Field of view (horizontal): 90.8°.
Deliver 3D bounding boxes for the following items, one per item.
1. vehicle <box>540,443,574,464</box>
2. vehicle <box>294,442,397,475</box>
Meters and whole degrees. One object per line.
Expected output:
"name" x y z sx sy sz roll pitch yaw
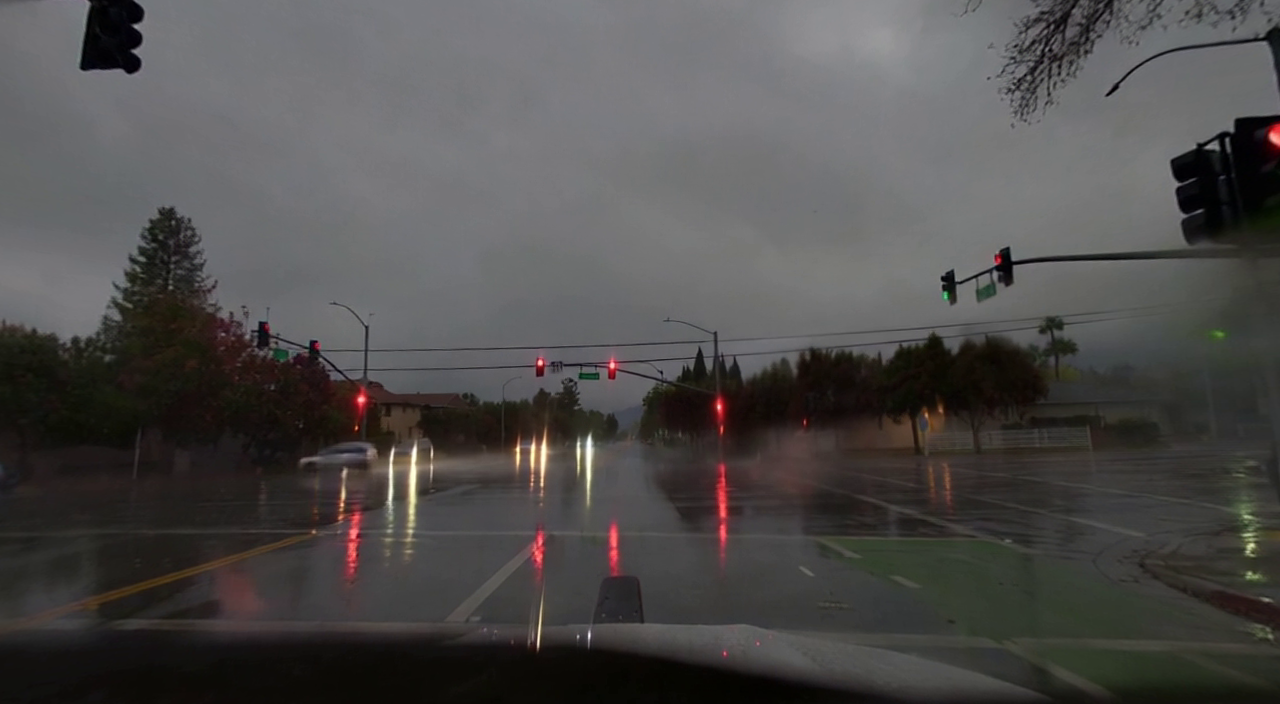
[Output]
"vehicle" -6.141 7.523 47.041 1.936 1.444 4.168 0 -8 0
"vehicle" -16.128 5.866 34.756 4.706 1.710 1.932 -1 -8 4
